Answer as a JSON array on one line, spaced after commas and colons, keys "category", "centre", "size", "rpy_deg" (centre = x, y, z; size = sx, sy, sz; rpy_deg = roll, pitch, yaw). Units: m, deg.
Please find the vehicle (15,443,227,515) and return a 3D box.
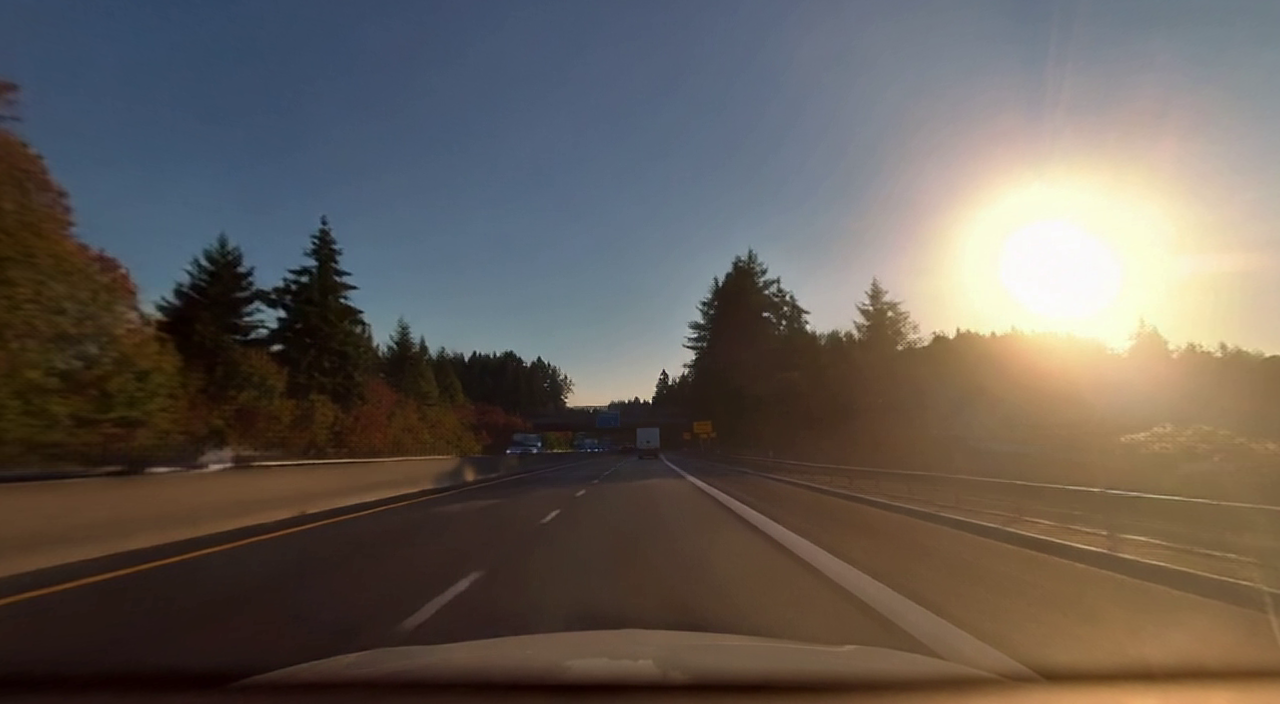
[{"category": "vehicle", "centre": [-12.000, 2.924, 14.963], "size": [1.761, 1.451, 3.782], "rpy_deg": [0, -9, 0]}]
